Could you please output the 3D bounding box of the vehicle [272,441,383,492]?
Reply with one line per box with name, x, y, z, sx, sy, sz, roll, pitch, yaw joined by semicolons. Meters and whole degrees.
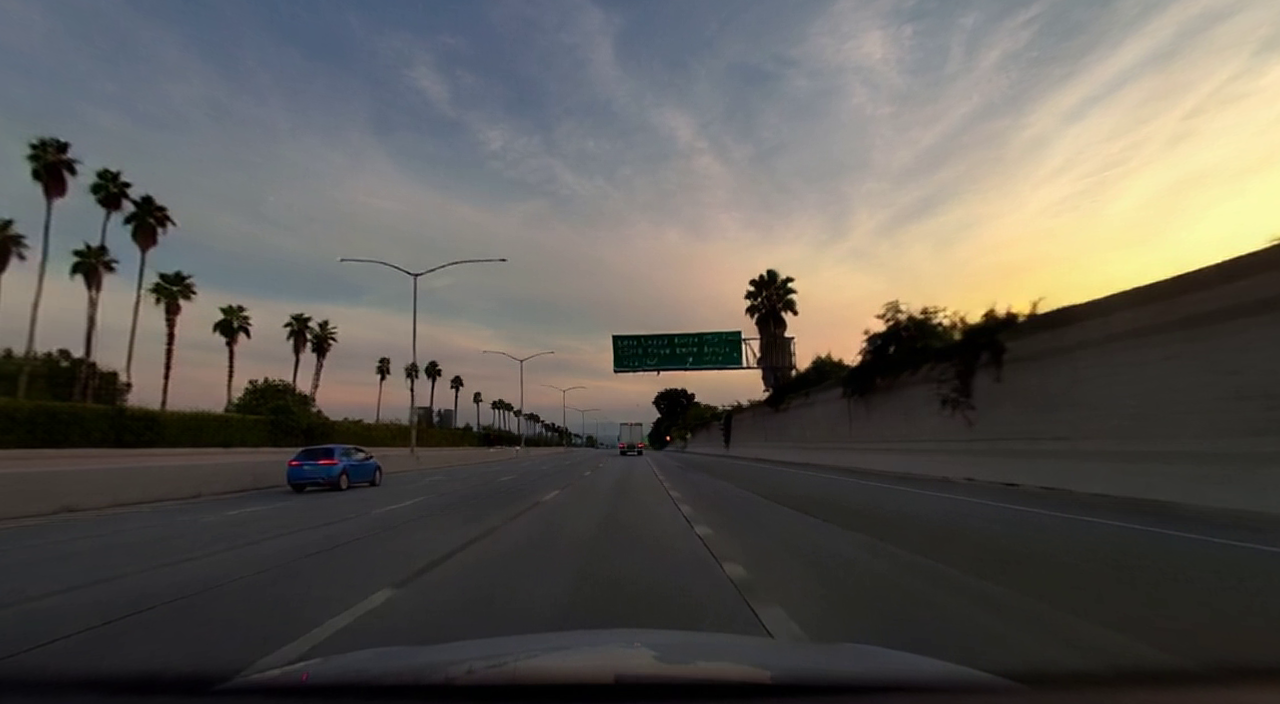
vehicle;-11.070;4.062;22.746;1.897;1.653;4.113;0;-9;-1
